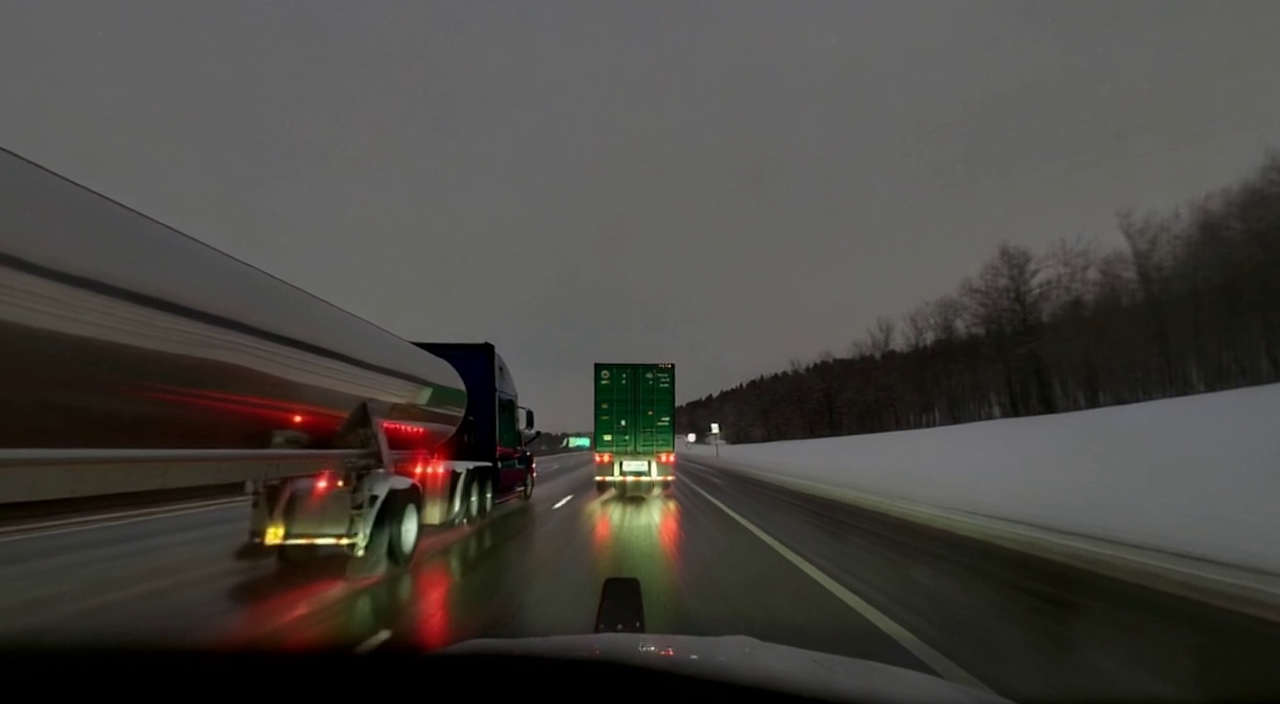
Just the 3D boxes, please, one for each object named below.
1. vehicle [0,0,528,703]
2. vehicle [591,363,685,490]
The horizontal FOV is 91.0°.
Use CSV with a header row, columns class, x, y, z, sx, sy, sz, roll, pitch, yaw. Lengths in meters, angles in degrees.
class,x,y,z,sx,sy,sz,roll,pitch,yaw
vehicle,-4.216,0.284,5.175,3.267,3.655,17.154,0,-9,1
vehicle,-0.012,3.227,25.640,2.942,4.003,11.297,0,-9,0
